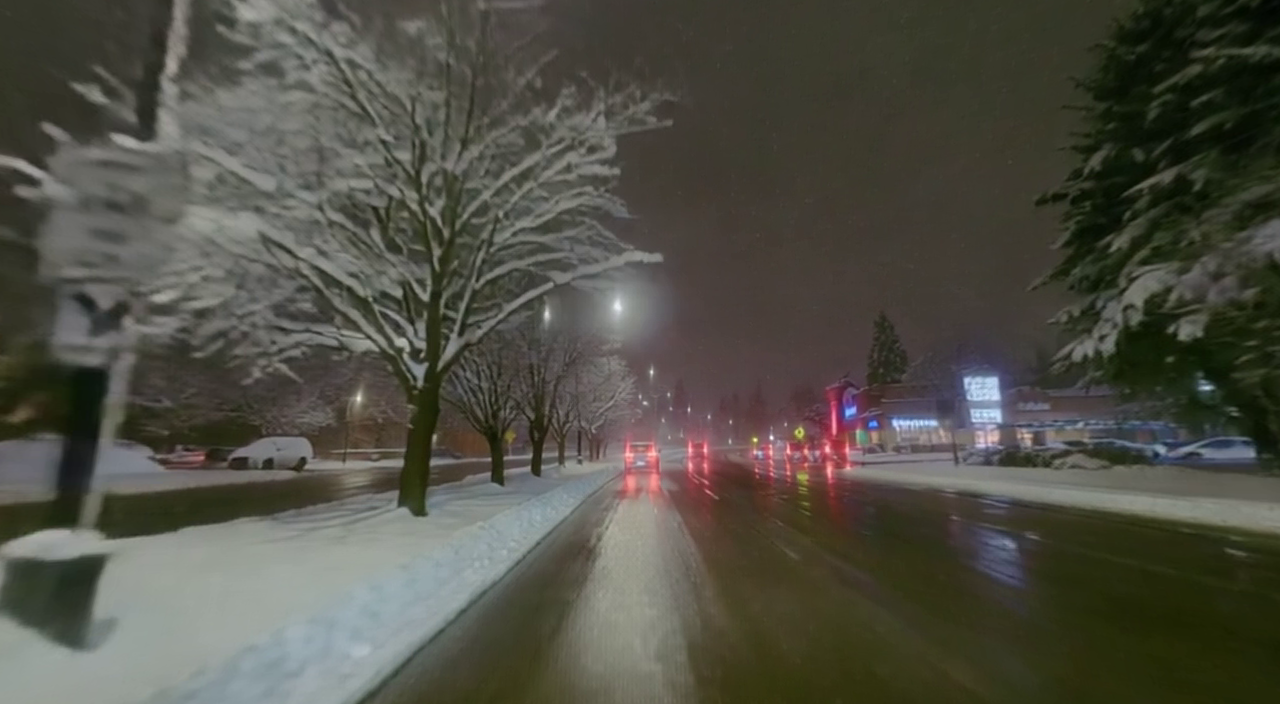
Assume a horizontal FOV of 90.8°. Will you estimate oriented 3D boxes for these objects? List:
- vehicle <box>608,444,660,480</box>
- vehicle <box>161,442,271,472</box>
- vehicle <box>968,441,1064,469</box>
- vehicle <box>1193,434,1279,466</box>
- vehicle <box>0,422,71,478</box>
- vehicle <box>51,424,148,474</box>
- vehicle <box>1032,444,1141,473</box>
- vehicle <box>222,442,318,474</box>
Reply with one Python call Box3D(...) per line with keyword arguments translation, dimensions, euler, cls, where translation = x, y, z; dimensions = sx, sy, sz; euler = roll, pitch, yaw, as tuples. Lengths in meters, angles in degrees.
Box3D(translation=(-0.180, 4.750, 27.585), dimensions=(2.095, 1.456, 3.873), euler=(0, -8, 2), cls="vehicle")
Box3D(translation=(-31.282, 7.759, 46.897), dimensions=(2.154, 2.021, 6.409), euler=(-5, -10, 28), cls="vehicle")
Box3D(translation=(21.360, 5.843, 35.981), dimensions=(4.197, 1.505, 1.915), euler=(0, -8, 1), cls="vehicle")
Box3D(translation=(34.534, 5.576, 35.759), dimensions=(4.366, 1.723, 1.944), euler=(-1, -10, 3), cls="vehicle")
Box3D(translation=(-32.130, 5.148, 32.755), dimensions=(5.926, 2.638, 2.413), euler=(-8, -12, 35), cls="vehicle")
Box3D(translation=(-30.400, 5.526, 35.491), dimensions=(5.689, 2.583, 2.285), euler=(-7, -12, 32), cls="vehicle")
Box3D(translation=(21.441, 5.118, 30.437), dimensions=(3.811, 1.355, 1.823), euler=(0, -9, 0), cls="vehicle")
Box3D(translation=(-24.121, 6.855, 41.266), dimensions=(5.104, 1.947, 2.106), euler=(6, -10, -36), cls="vehicle")
